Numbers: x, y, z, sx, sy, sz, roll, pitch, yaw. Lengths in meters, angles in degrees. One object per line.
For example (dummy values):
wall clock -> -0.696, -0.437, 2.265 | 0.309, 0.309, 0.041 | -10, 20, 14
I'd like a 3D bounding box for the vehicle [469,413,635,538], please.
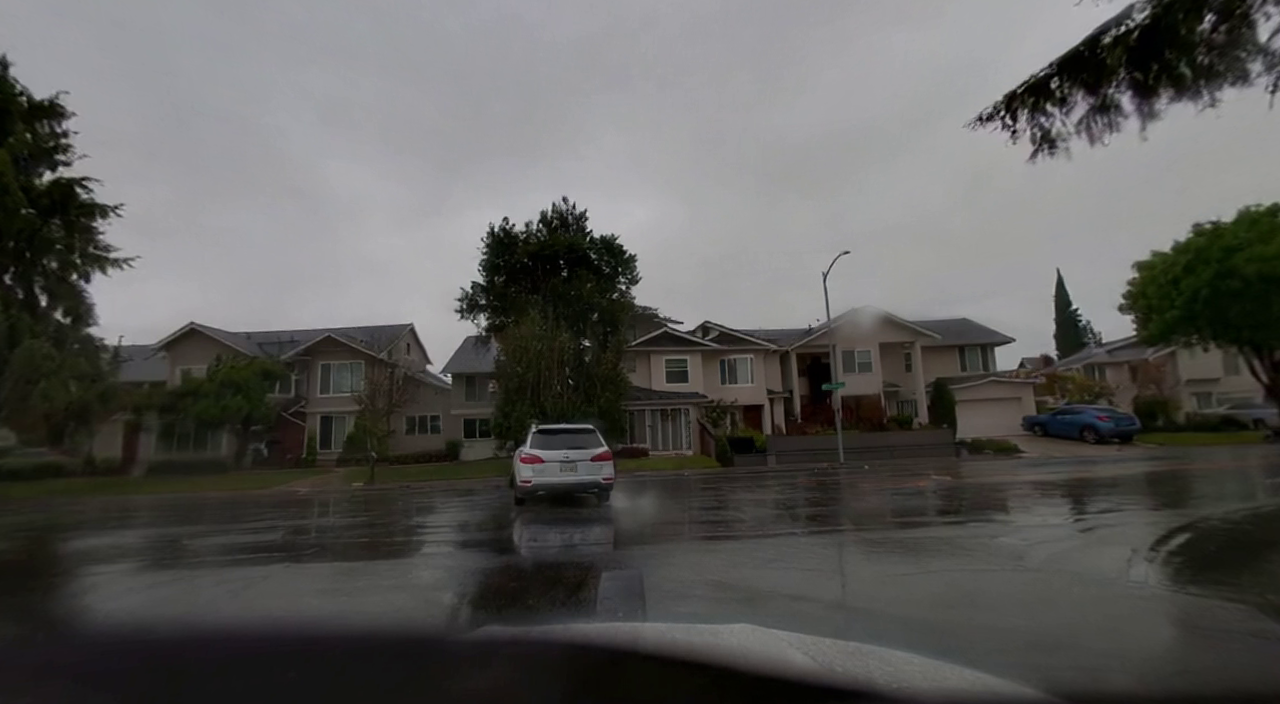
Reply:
vehicle -> -1.743, 2.045, 11.069 | 2.145, 1.695, 4.210 | 3, -9, -18
